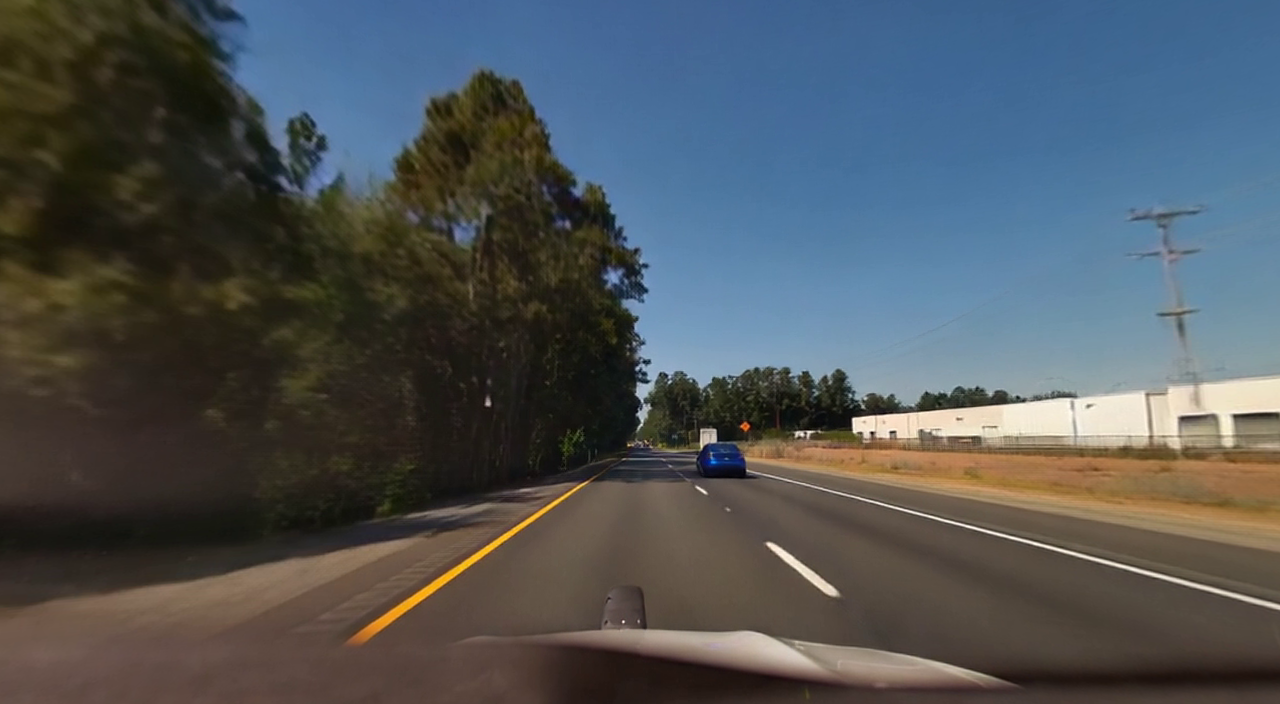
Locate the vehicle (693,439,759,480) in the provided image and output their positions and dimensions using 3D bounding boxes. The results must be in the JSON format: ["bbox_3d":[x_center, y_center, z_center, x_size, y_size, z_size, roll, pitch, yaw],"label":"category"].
[{"bbox_3d":[3.455,4.380,25.904,2.079,1.531,3.997,0,-8,-1],"label":"vehicle"}]
